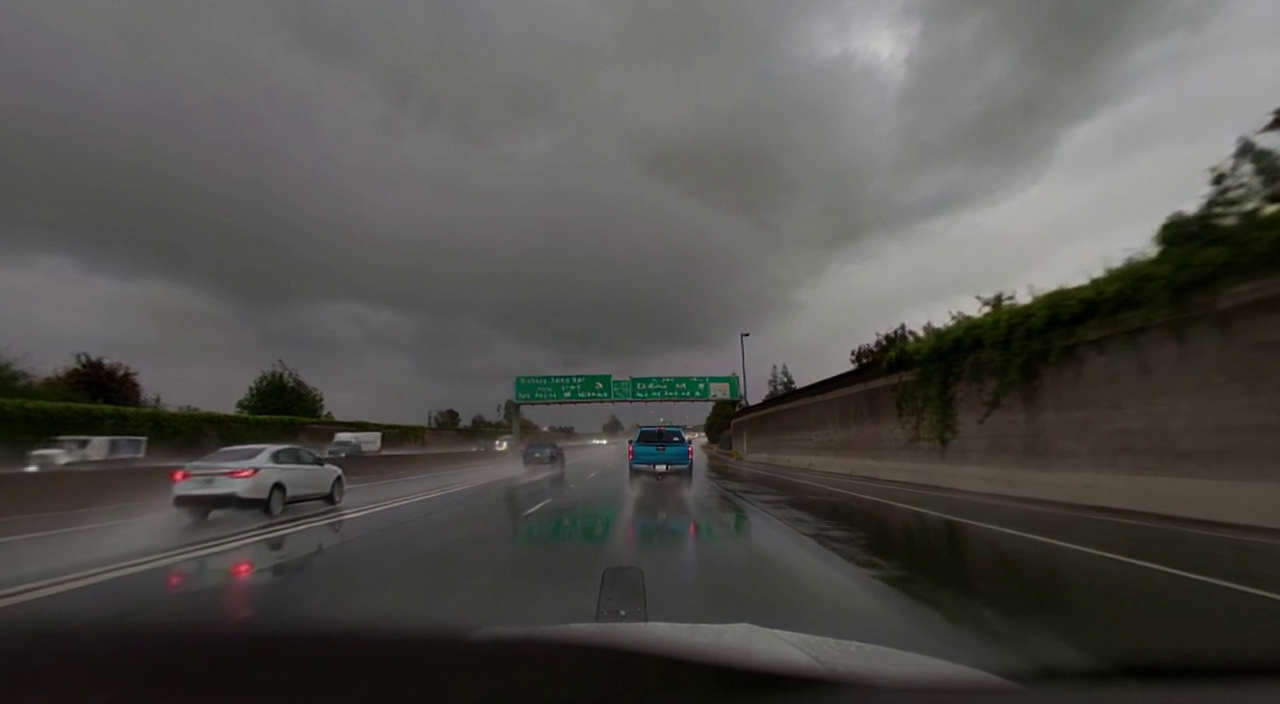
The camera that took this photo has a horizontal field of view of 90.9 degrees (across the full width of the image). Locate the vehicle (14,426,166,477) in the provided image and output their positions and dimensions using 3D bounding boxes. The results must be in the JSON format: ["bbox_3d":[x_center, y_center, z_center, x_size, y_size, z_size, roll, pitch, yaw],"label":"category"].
[{"bbox_3d":[-34.270,6.234,39.788,2.699,2.920,7.178,-1,-8,4],"label":"vehicle"}]

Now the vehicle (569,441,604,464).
[{"bbox_3d":[-3.788,7.174,45.155,2.061,1.584,4.290,0,-8,1],"label":"vehicle"}]

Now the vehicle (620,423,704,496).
[{"bbox_3d":[0.543,3.028,18.091,2.083,1.792,4.782,0,-8,0],"label":"vehicle"}]

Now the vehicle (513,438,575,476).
[{"bbox_3d":[-4.250,4.749,28.737,1.961,1.591,4.756,0,-8,1],"label":"vehicle"}]

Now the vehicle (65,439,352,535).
[{"bbox_3d":[-7.756,2.436,12.137,2.081,1.463,4.749,0,-8,1],"label":"vehicle"}]
